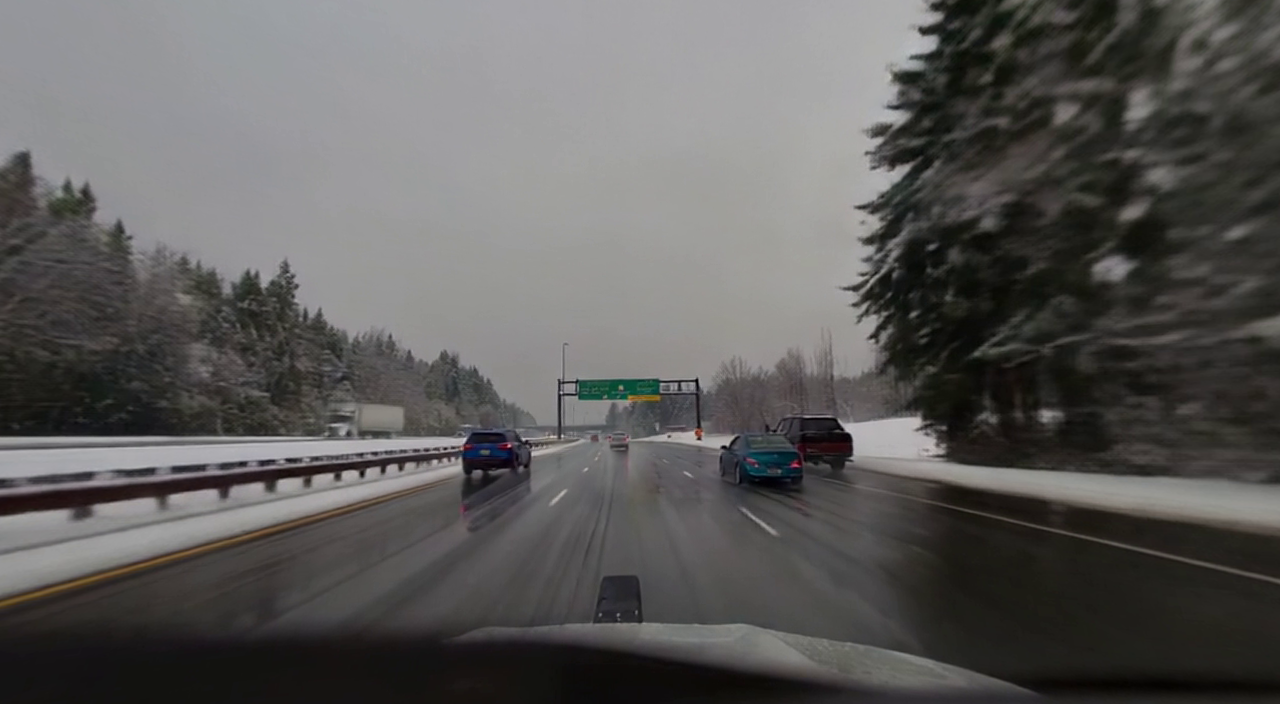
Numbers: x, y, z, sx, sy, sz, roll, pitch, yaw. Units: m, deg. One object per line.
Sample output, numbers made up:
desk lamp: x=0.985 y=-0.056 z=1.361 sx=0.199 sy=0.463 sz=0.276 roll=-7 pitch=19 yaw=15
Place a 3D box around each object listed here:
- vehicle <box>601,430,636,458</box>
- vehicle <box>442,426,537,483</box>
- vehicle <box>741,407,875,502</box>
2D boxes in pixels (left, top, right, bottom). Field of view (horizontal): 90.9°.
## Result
vehicle: x=-1.396 y=5.846 z=40.271 sx=2.159 sy=1.690 sz=3.720 roll=0 pitch=-7 yaw=-2
vehicle: x=-4.605 y=3.189 z=19.964 sx=2.100 sy=1.590 sz=4.077 roll=0 pitch=-7 yaw=-1
vehicle: x=3.658 y=2.275 z=14.380 sx=1.976 sy=1.905 sz=3.263 roll=0 pitch=-7 yaw=-3
